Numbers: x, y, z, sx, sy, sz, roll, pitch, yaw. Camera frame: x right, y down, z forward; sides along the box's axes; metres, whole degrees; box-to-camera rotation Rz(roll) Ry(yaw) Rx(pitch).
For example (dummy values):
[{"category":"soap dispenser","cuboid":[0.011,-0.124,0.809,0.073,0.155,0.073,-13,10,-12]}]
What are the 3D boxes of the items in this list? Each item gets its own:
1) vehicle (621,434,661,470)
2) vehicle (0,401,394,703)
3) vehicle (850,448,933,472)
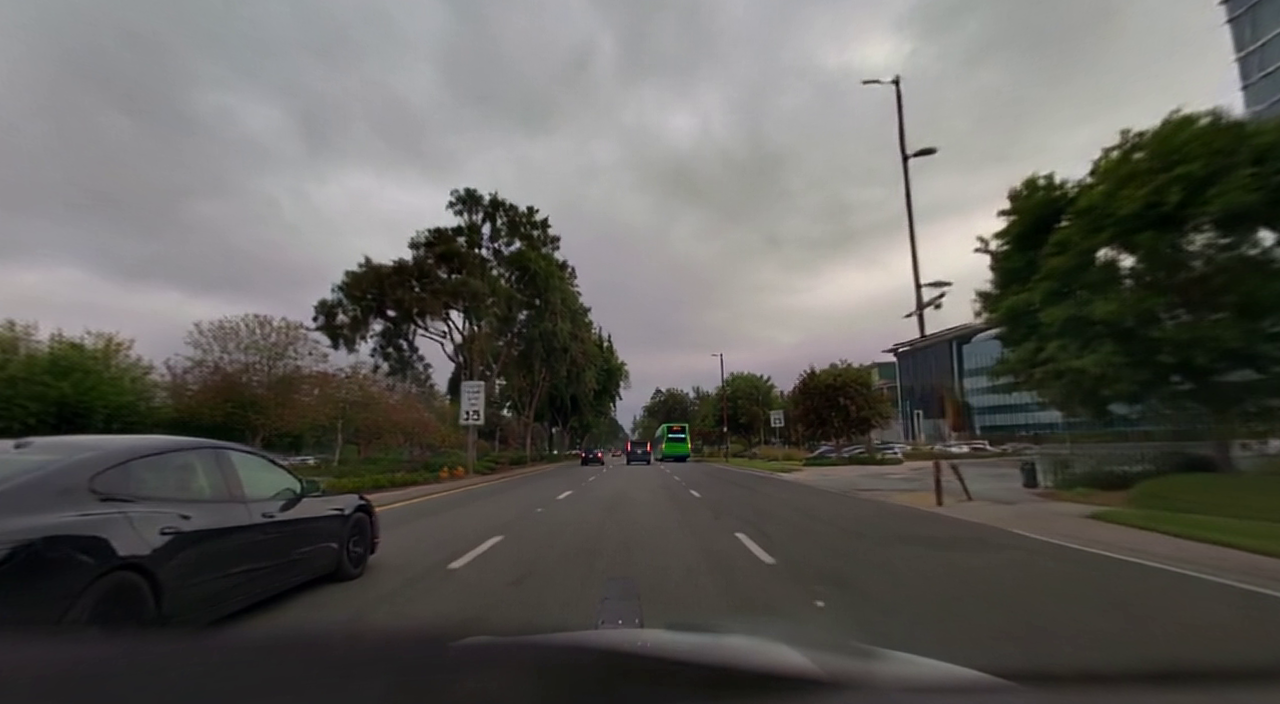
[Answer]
[{"category":"vehicle","cuboid":[0.061,6.239,39.575,2.336,2.122,5.207,0,-9,0]},{"category":"vehicle","cuboid":[-3.621,1.195,4.184,2.120,1.481,4.535,0,-9,0]},{"category":"vehicle","cuboid":[16.608,7.129,41.924,4.682,1.507,1.878,0,-9,0]}]
